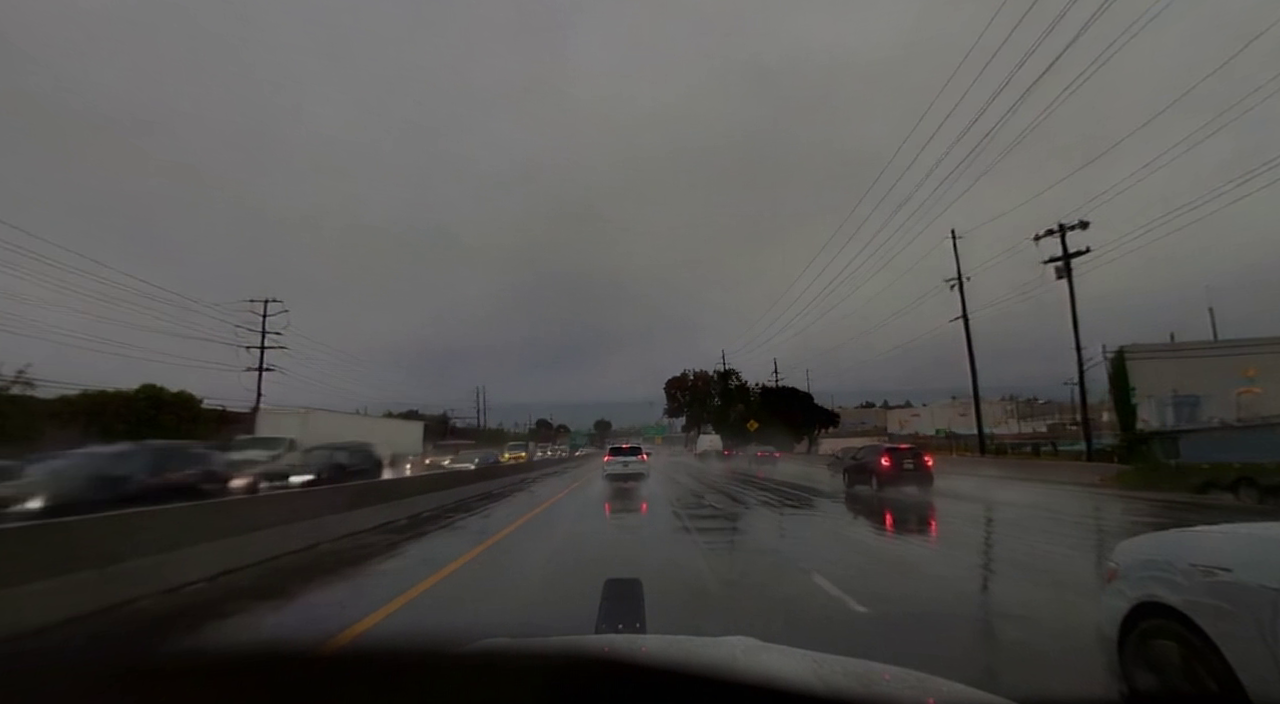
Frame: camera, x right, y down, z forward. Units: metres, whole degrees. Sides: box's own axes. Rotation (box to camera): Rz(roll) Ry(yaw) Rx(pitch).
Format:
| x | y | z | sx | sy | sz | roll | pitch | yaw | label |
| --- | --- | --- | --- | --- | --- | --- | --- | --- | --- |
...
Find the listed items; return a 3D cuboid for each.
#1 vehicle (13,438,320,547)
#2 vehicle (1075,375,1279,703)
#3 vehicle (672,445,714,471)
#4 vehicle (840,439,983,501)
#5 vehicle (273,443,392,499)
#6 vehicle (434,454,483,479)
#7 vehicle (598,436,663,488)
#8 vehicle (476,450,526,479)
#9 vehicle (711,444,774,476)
| x | y | z | sx | sy | sz | roll | pitch | yaw | label |
| --- | --- | --- | --- | --- | --- | --- | --- | --- | --- |
| -8.309 | 2.465 | 11.862 | 2.069 | 1.613 | 4.660 | 0 | -9 | 1 | vehicle |
| 3.343 | 0.731 | 1.449 | 1.967 | 1.547 | 3.777 | 0 | -9 | 0 | vehicle |
| 3.228 | 6.495 | 39.025 | 2.115 | 1.481 | 3.968 | 0 | -9 | -2 | vehicle |
| 7.176 | 3.143 | 17.248 | 1.958 | 1.473 | 4.201 | 0 | -9 | -1 | vehicle |
| -11.509 | 4.450 | 24.083 | 2.113 | 1.873 | 4.741 | 0 | -9 | 0 | vehicle |
| -11.914 | 7.519 | 41.662 | 1.888 | 1.455 | 4.410 | 0 | -9 | 1 | vehicle |
| -0.373 | 4.206 | 24.520 | 2.298 | 1.809 | 4.359 | 0 | -9 | -1 | vehicle |
| -8.023 | 6.492 | 36.735 | 1.931 | 1.541 | 4.018 | 0 | -9 | 1 | vehicle |
| 5.043 | 5.350 | 31.663 | 1.934 | 1.461 | 4.368 | 1 | -9 | -7 | vehicle |
